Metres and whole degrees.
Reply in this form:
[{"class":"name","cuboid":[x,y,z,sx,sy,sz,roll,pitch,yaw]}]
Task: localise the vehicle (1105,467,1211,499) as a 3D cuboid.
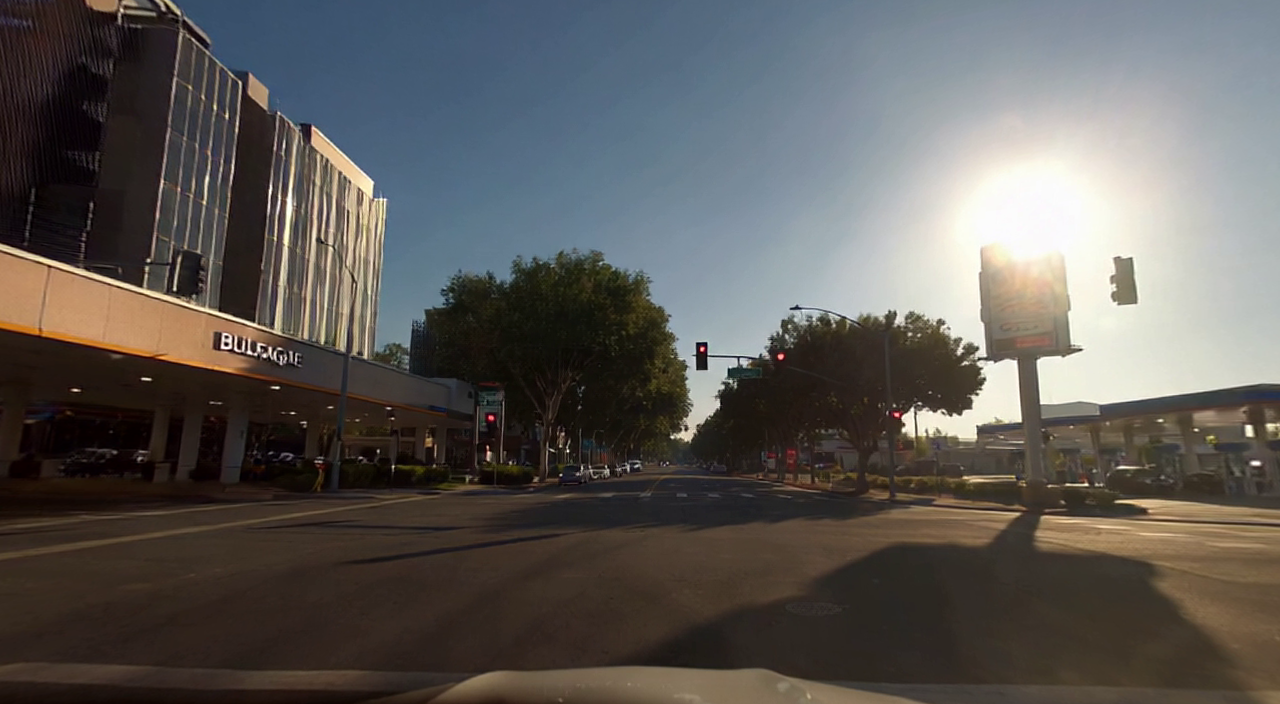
[{"class":"vehicle","cuboid":[28.034,7.071,34.319,1.897,1.466,4.211,1,-8,-6]}]
